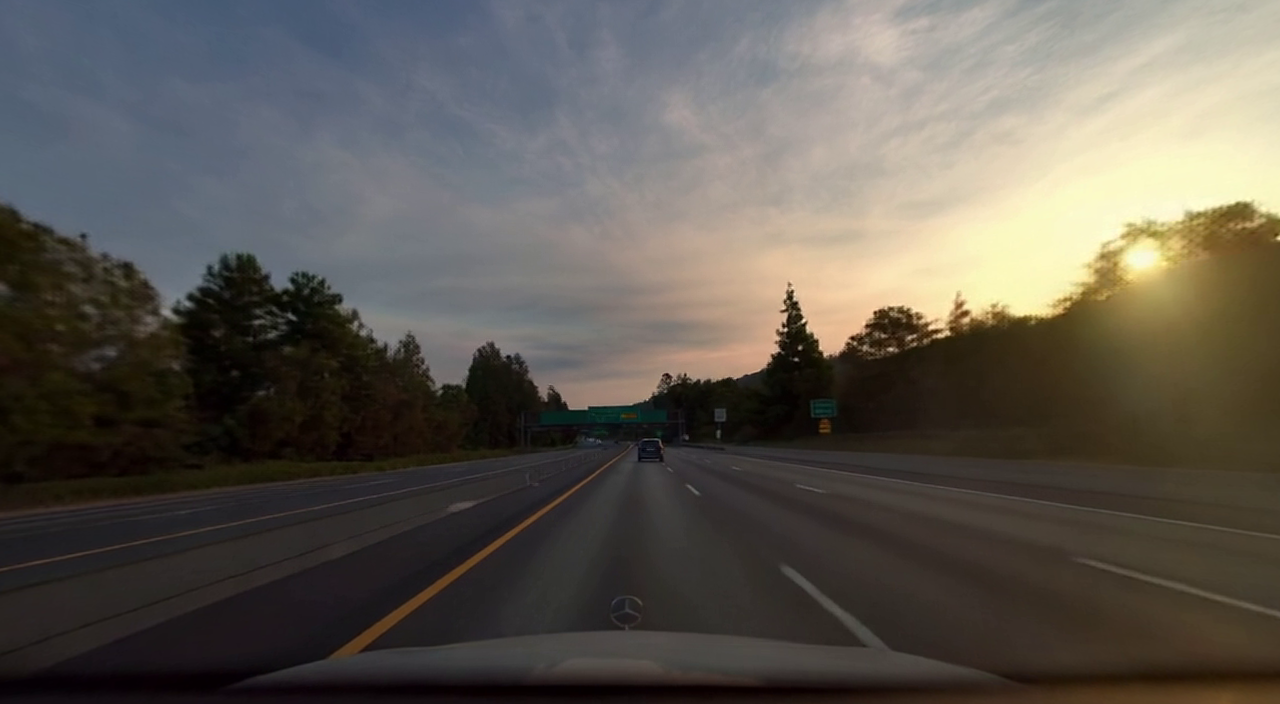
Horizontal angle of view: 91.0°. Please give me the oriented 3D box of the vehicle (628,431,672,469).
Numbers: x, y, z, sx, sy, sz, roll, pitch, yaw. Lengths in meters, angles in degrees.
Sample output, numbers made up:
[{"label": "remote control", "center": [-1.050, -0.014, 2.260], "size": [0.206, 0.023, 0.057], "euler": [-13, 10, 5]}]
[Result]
[{"label": "vehicle", "center": [0.564, 5.476, 35.308], "size": [2.301, 1.944, 4.554], "euler": [0, -8, 1]}]
